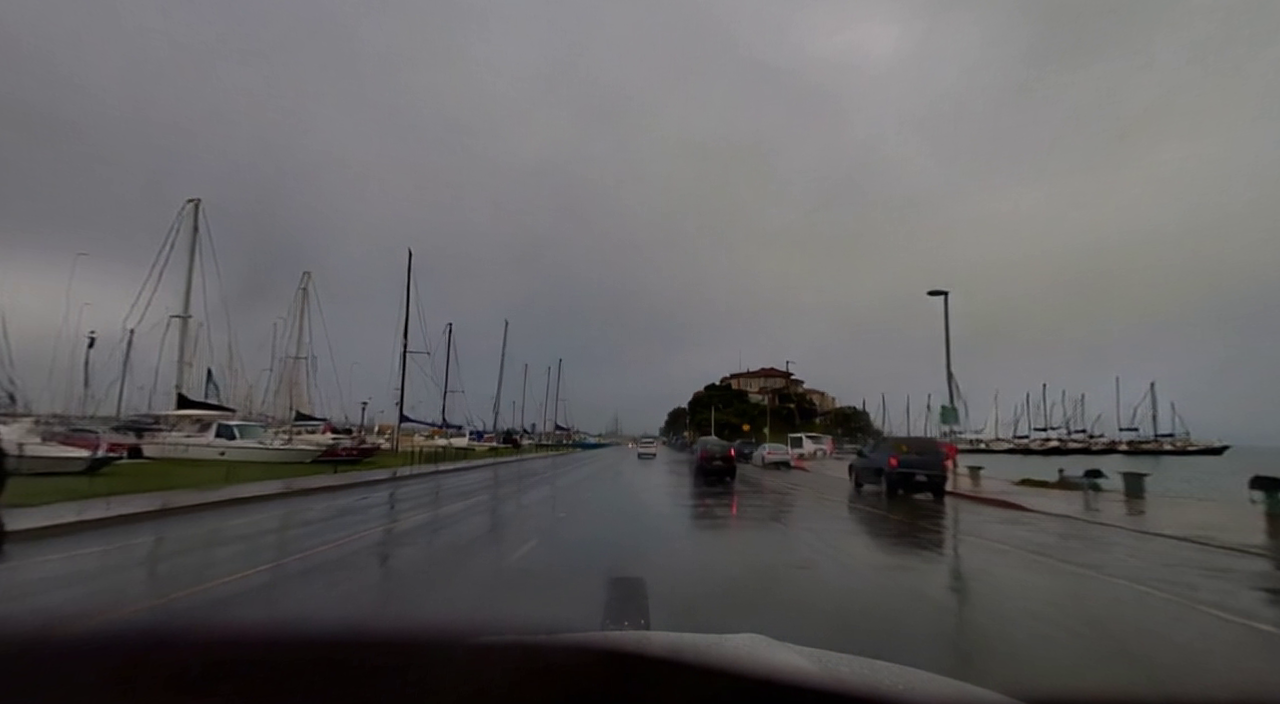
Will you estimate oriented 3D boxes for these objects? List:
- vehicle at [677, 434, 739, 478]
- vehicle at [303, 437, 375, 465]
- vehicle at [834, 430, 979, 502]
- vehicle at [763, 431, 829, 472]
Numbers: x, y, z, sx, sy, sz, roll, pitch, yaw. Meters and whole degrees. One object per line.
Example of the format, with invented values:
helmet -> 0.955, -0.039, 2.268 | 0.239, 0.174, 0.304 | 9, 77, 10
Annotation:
vehicle -> 2.679, 4.201, 25.635 | 2.047, 1.640, 4.051 | 0, -8, 0
vehicle -> -17.912, 5.900, 37.778 | 1.840, 1.522, 4.695 | -1, -9, 2
vehicle -> 7.288, 3.154, 17.915 | 2.029, 1.750, 4.825 | 0, -8, 1
vehicle -> 8.024, 5.172, 32.910 | 2.056, 1.896, 5.062 | 0, -8, -1
